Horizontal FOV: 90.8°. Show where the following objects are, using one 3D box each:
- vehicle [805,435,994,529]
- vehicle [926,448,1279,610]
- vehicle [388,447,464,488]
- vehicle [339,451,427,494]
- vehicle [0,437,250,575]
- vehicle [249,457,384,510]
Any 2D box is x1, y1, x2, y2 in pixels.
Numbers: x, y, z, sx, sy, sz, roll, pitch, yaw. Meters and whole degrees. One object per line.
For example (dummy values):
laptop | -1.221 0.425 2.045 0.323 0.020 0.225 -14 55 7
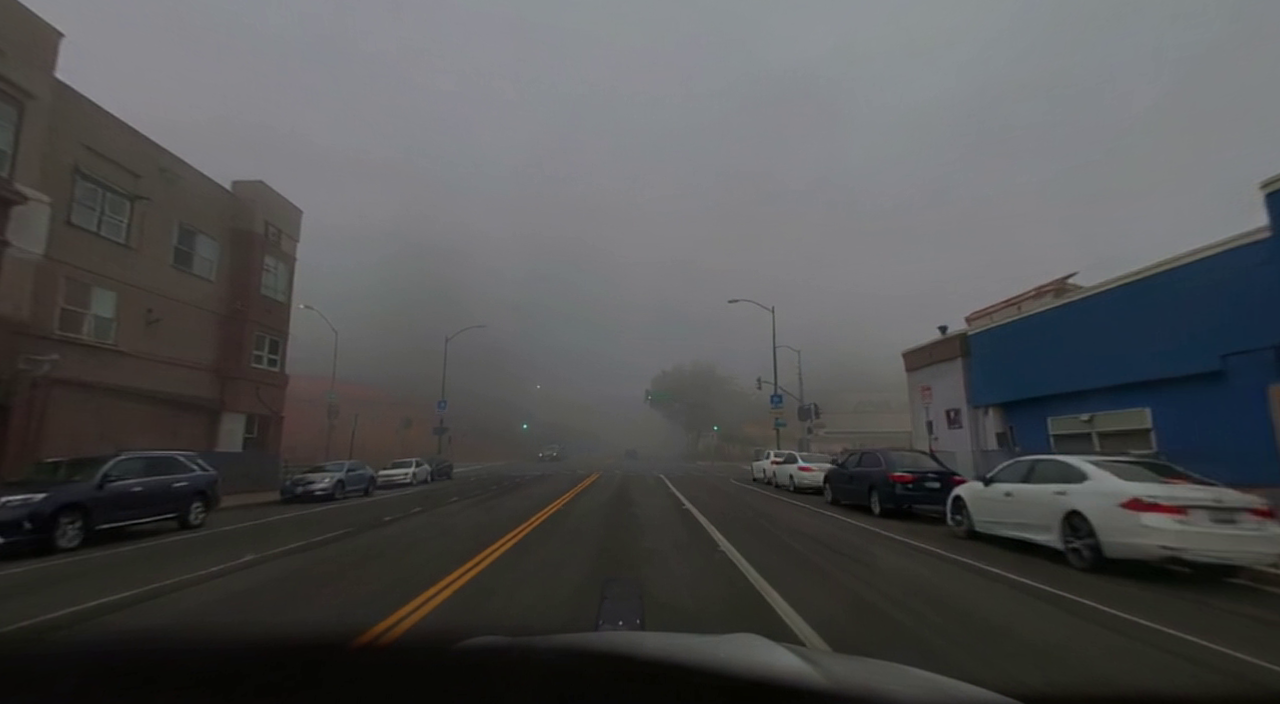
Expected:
vehicle | 5.749 2.917 14.970 2.227 1.811 5.172 0 -8 -1
vehicle | 6.154 2.085 8.630 2.038 1.482 4.994 0 -8 -2
vehicle | -10.196 5.504 30.575 1.967 1.749 4.841 0 -8 0
vehicle | -10.218 4.800 25.498 1.839 1.502 4.185 0 -8 -1
vehicle | -9.848 2.503 11.299 2.228 1.863 5.407 -1 -8 1
vehicle | -10.177 4.124 20.339 1.953 1.387 4.529 0 -8 0
